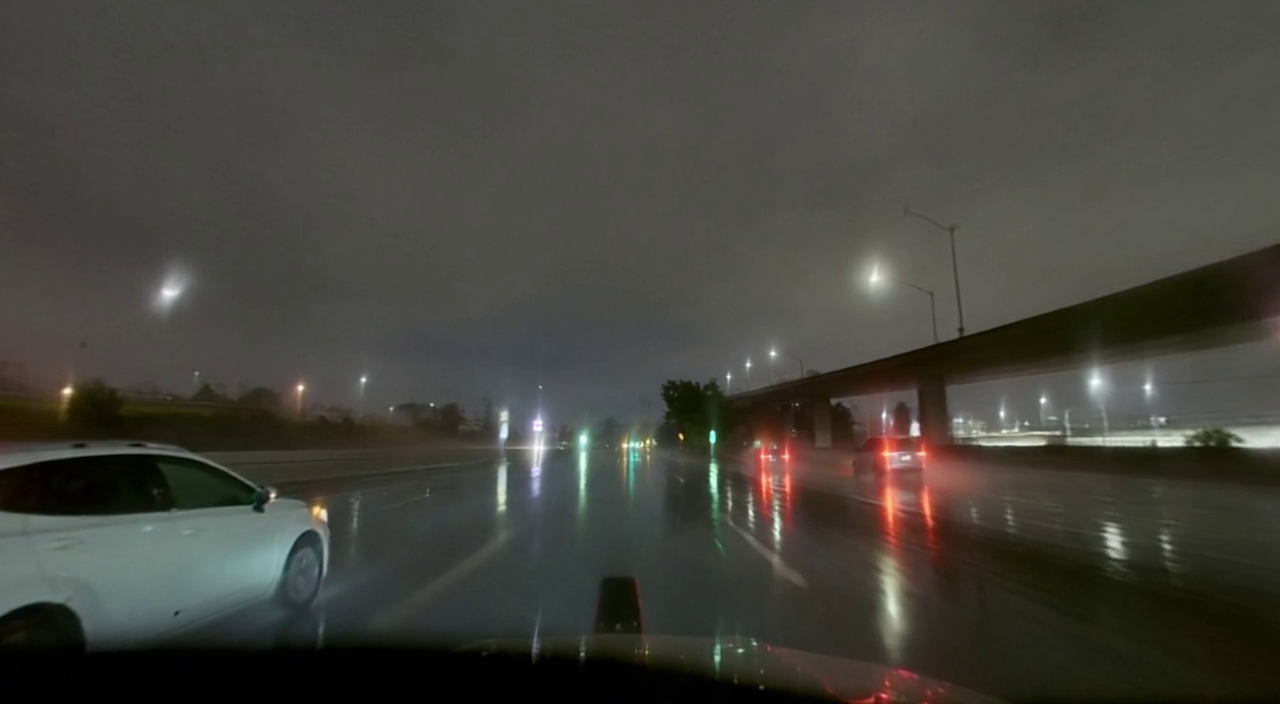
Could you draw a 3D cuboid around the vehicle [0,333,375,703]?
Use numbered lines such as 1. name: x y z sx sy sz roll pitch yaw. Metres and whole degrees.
1. vehicle: -3.385 0.947 3.267 2.178 1.699 4.321 0 -8 -1
